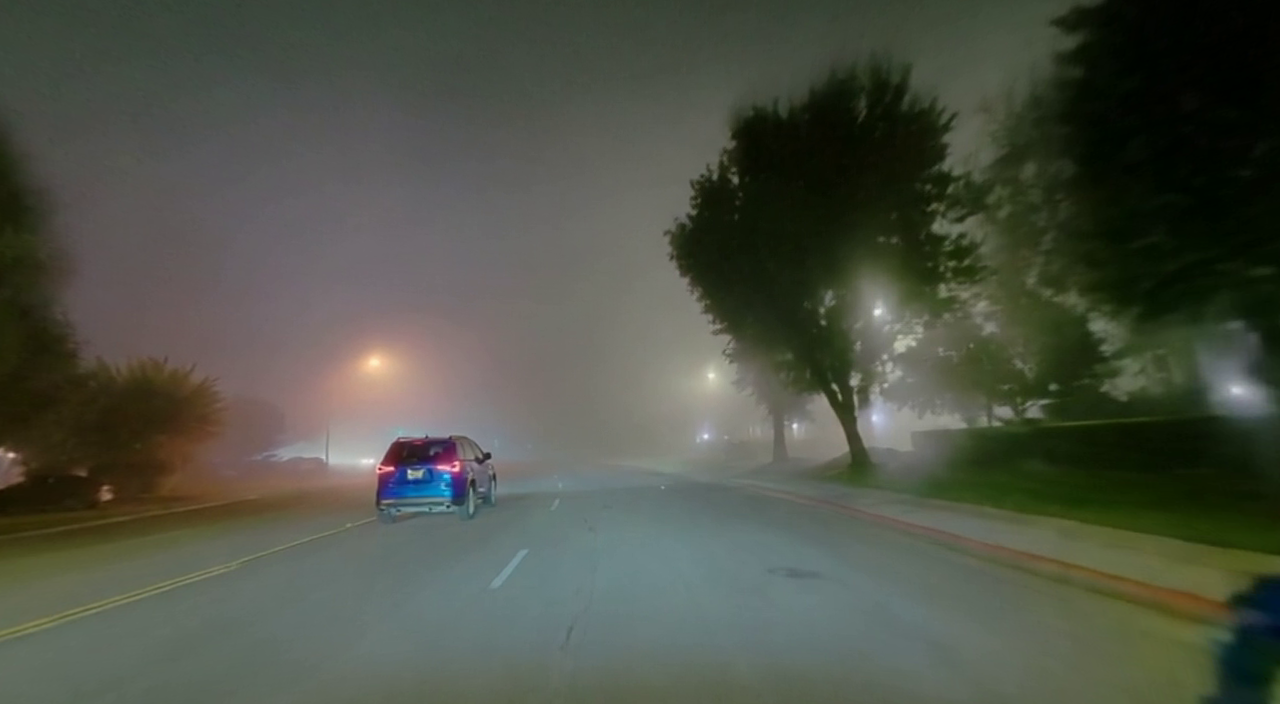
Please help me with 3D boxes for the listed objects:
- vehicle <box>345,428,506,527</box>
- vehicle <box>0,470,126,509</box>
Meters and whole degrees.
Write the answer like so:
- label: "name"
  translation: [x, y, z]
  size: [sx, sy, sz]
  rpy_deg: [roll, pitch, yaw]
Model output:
- label: "vehicle"
  translation: [-4.376, 2.625, 13.773]
  size: [2.175, 1.772, 4.442]
  rpy_deg: [0, -9, -4]
- label: "vehicle"
  translation: [-23.398, 5.483, 25.312]
  size: [3.892, 1.323, 1.741]
  rpy_deg: [0, -7, -7]
